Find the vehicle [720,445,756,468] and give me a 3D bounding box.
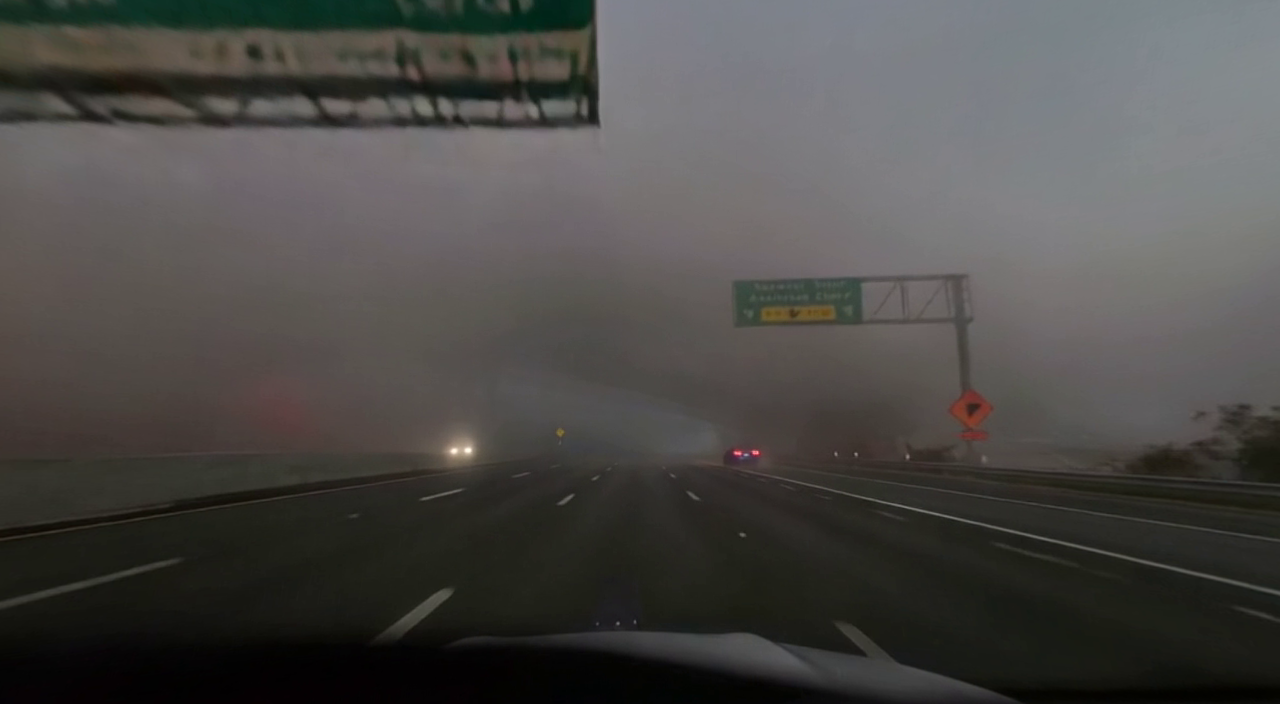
[{"bbox_3d":[7.190,7.672,46.686,1.958,1.498,4.447,0,-7,0],"label":"vehicle"}]
